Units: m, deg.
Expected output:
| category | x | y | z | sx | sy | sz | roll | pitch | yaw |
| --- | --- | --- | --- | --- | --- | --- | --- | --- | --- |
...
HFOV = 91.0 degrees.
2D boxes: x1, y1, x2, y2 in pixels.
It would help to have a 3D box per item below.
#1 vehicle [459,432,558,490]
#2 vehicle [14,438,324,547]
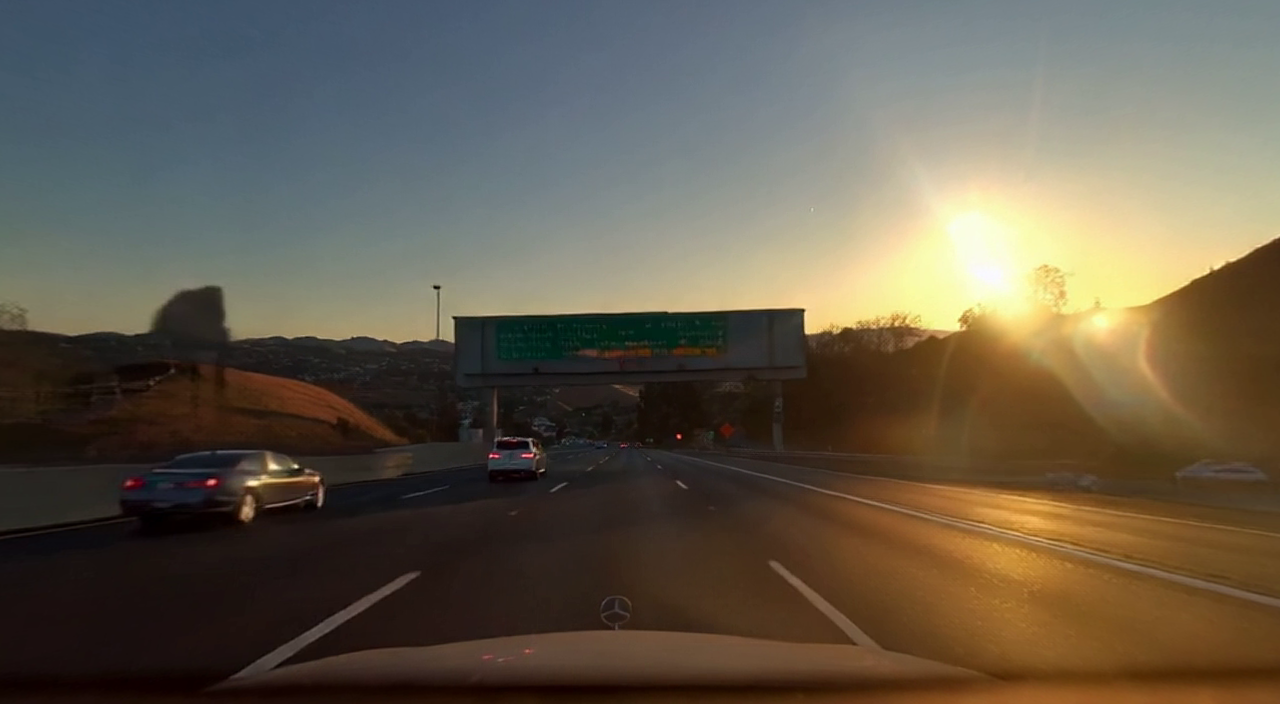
| category | x | y | z | sx | sy | sz | roll | pitch | yaw |
| --- | --- | --- | --- | --- | --- | --- | --- | --- | --- |
| vehicle | -4.228 | 3.586 | 21.162 | 2.200 | 1.662 | 5.091 | 0 | -8 | 0 |
| vehicle | -7.920 | 2.348 | 11.394 | 1.924 | 1.519 | 4.791 | 0 | -8 | 0 |
